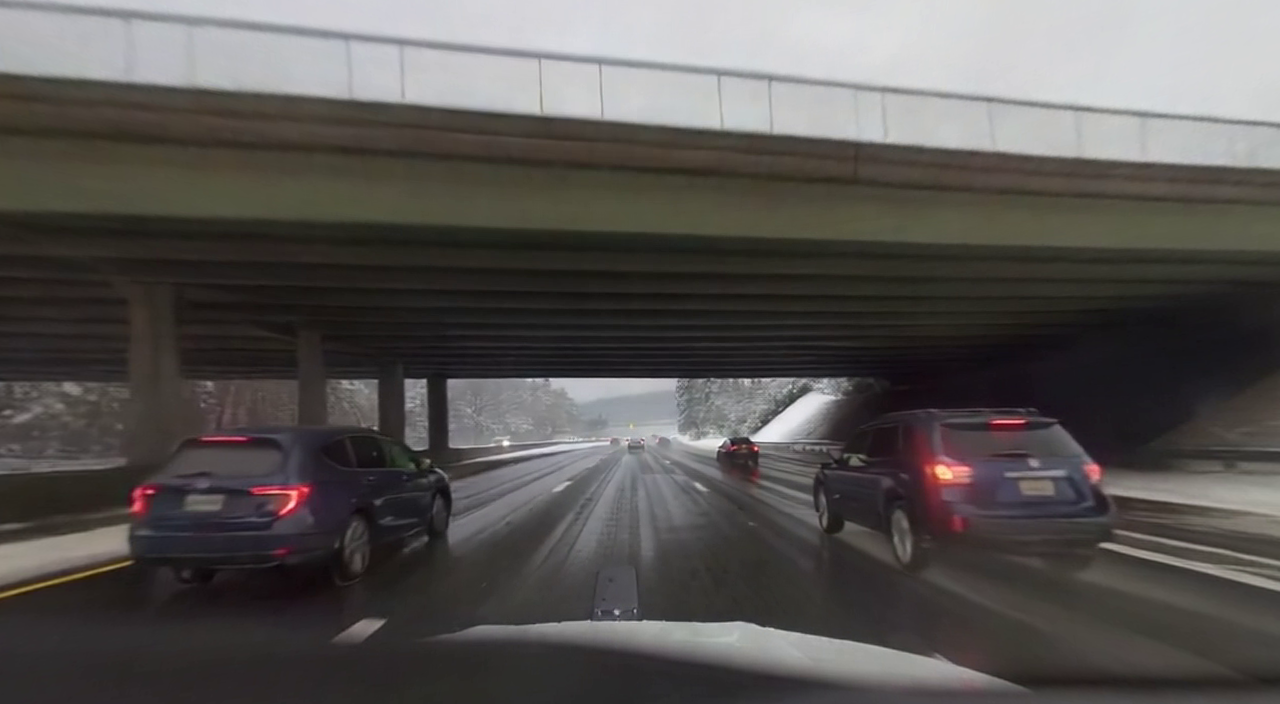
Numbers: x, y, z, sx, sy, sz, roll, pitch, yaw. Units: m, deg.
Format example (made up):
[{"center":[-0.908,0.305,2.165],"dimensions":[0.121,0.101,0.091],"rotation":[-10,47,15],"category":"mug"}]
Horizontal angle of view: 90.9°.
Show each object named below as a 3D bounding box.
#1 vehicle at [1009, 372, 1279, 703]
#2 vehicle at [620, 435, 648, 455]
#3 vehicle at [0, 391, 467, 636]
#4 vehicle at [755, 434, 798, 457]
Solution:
[{"center":[3.596,0.798,1.578],"dimensions":[2.240,1.646,4.949],"rotation":[0,-8,-2],"category":"vehicle"},{"center":[-0.474,7.195,48.865],"dimensions":[2.103,1.512,4.155],"rotation":[0,-8,-1],"category":"vehicle"},{"center":[-3.472,1.393,6.621],"dimensions":[1.993,1.629,4.674],"rotation":[0,-8,0],"category":"vehicle"},{"center":[9.307,6.367,43.154],"dimensions":[1.921,1.477,4.132],"rotation":[0,-8,-2],"category":"vehicle"}]
